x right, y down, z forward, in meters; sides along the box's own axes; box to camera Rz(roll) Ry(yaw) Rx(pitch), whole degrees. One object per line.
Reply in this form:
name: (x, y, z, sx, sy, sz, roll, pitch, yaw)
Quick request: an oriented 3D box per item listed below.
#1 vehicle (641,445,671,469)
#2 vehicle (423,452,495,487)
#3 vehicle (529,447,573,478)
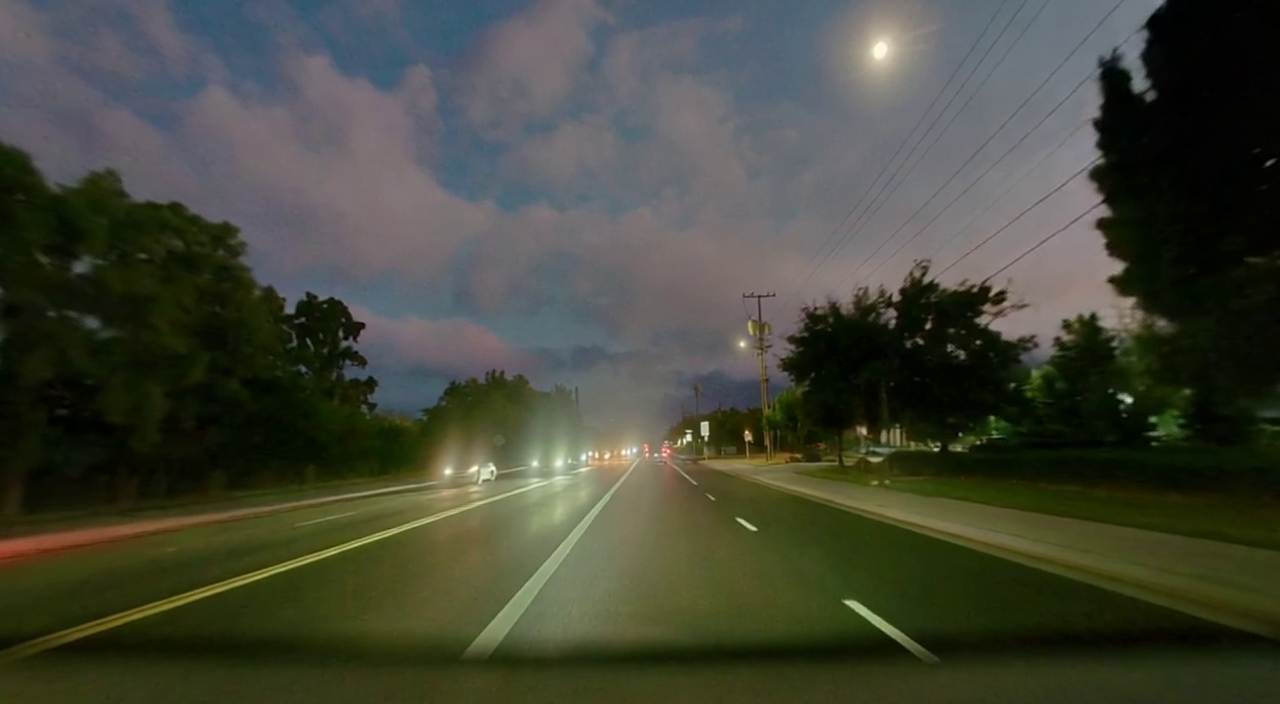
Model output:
vehicle: (1.173, 7.896, 47.765, 2.163, 1.746, 4.073, 0, -9, 1)
vehicle: (-8.587, 5.611, 30.376, 2.058, 1.495, 4.448, 0, -9, 1)
vehicle: (-4.992, 6.219, 35.858, 1.792, 1.628, 4.000, 0, -9, 1)
